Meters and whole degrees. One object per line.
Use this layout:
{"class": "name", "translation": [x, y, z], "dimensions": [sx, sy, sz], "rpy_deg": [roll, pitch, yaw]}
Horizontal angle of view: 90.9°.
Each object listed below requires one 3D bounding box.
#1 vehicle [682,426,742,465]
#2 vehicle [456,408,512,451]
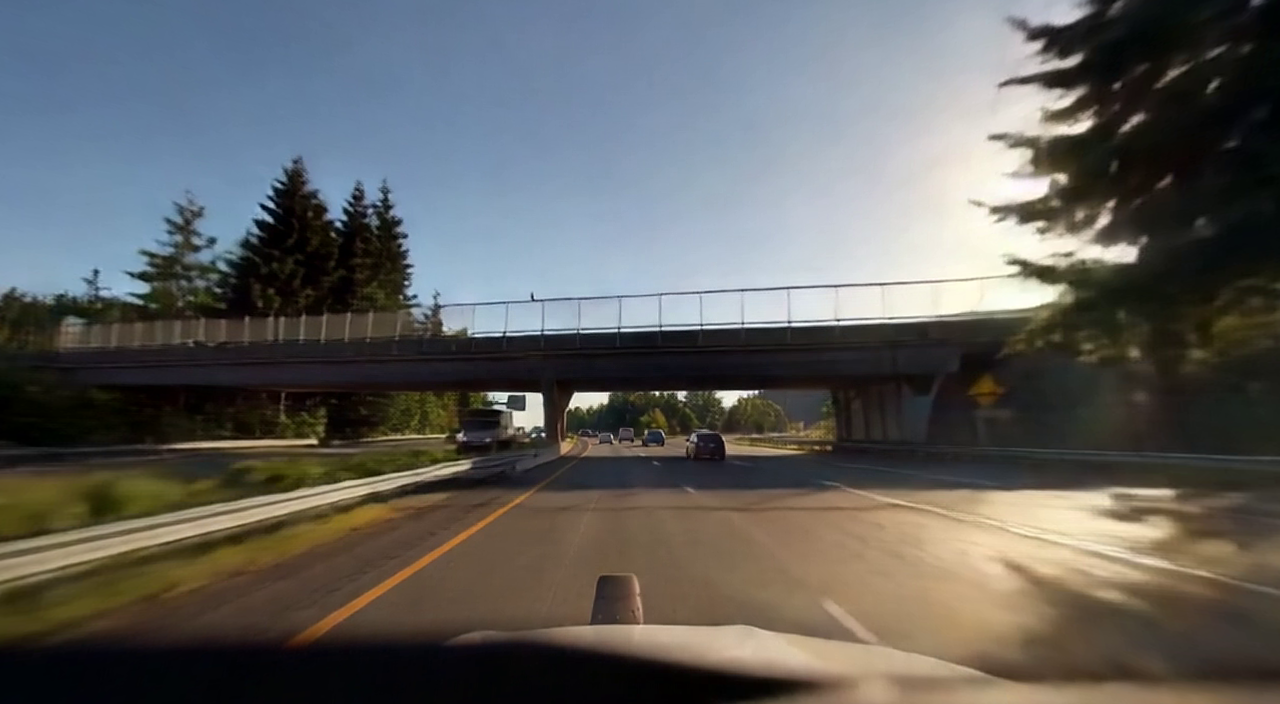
{"class": "vehicle", "translation": [3.020, 4.011, 27.255], "dimensions": [1.938, 1.578, 3.764], "rpy_deg": [0, -7, -3]}
{"class": "vehicle", "translation": [-10.439, 5.279, 42.846], "dimensions": [2.262, 2.615, 7.071], "rpy_deg": [0, -7, -2]}
